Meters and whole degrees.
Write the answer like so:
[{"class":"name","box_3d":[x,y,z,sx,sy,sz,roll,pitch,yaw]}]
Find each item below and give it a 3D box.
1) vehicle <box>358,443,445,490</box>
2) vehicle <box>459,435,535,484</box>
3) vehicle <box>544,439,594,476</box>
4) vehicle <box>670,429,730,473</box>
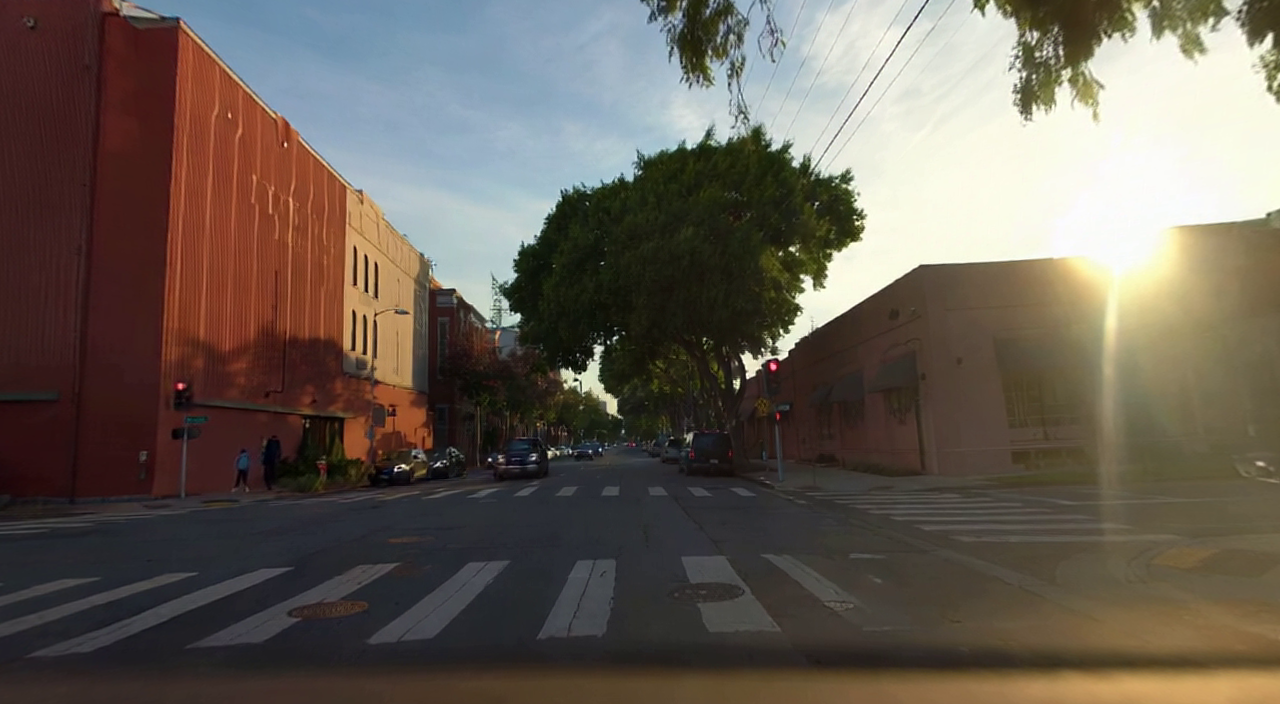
[{"class":"vehicle","box_3d":[-9.906,4.750,26.603,2.216,1.804,4.526,1,-8,-5]},{"class":"vehicle","box_3d":[-5.966,4.530,27.038,2.242,1.887,4.924,0,-8,-2]},{"class":"vehicle","box_3d":[-3.283,4.956,29.820,2.033,1.596,4.142,0,-8,-2]},{"class":"vehicle","box_3d":[3.101,5.311,34.080,2.557,2.188,5.164,0,-8,-2]}]
